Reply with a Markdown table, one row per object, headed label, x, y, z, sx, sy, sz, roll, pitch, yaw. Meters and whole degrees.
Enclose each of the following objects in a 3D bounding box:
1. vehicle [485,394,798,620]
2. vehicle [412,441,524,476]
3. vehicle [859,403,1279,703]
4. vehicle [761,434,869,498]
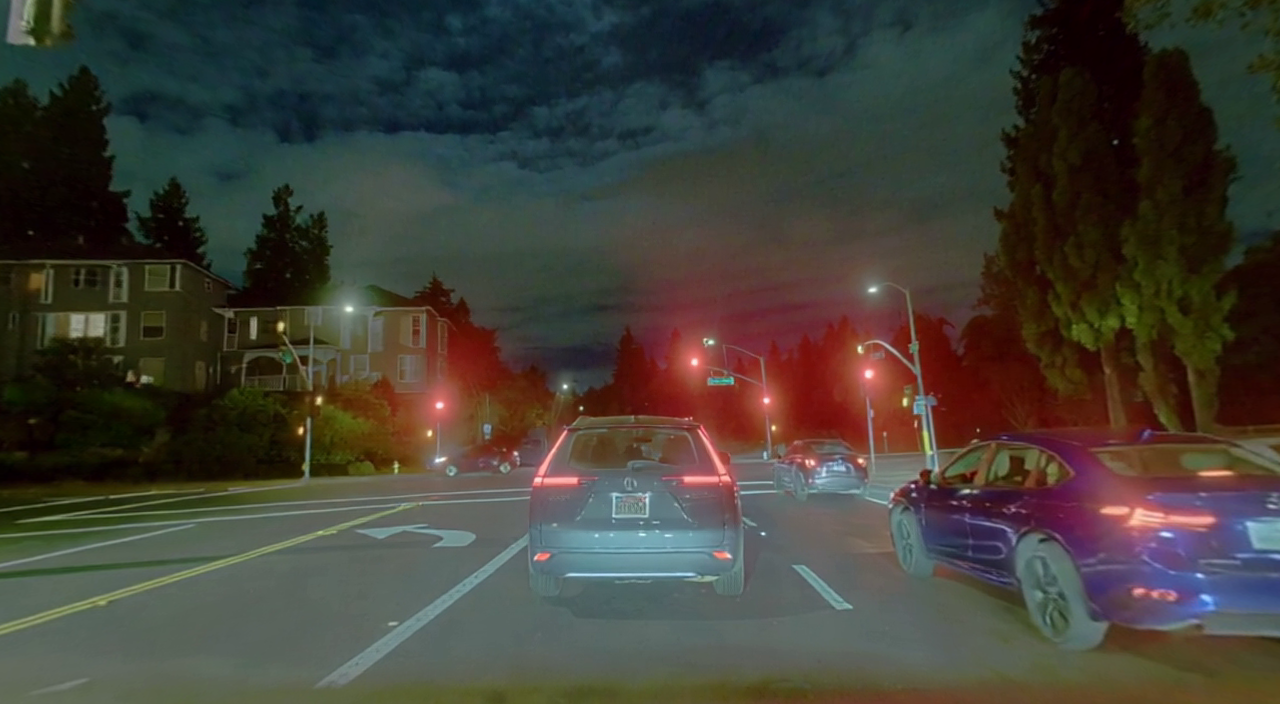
| label | x | y | z | sx | sy | sz | roll | pitch | yaw |
| --- | --- | --- | --- | --- | --- | --- | --- | --- | --- |
| vehicle | 0.045 | 1.472 | 6.945 | 2.322 | 1.667 | 4.367 | 0 | -8 | 1 |
| vehicle | -7.922 | 4.851 | 29.068 | 4.723 | 1.486 | 1.800 | 4 | -9 | -25 |
| vehicle | 3.710 | 1.353 | 5.362 | 2.077 | 1.527 | 4.755 | 0 | -8 | 2 |
| vehicle | 4.579 | 3.045 | 17.201 | 1.934 | 1.506 | 4.282 | -1 | -8 | 3 |
